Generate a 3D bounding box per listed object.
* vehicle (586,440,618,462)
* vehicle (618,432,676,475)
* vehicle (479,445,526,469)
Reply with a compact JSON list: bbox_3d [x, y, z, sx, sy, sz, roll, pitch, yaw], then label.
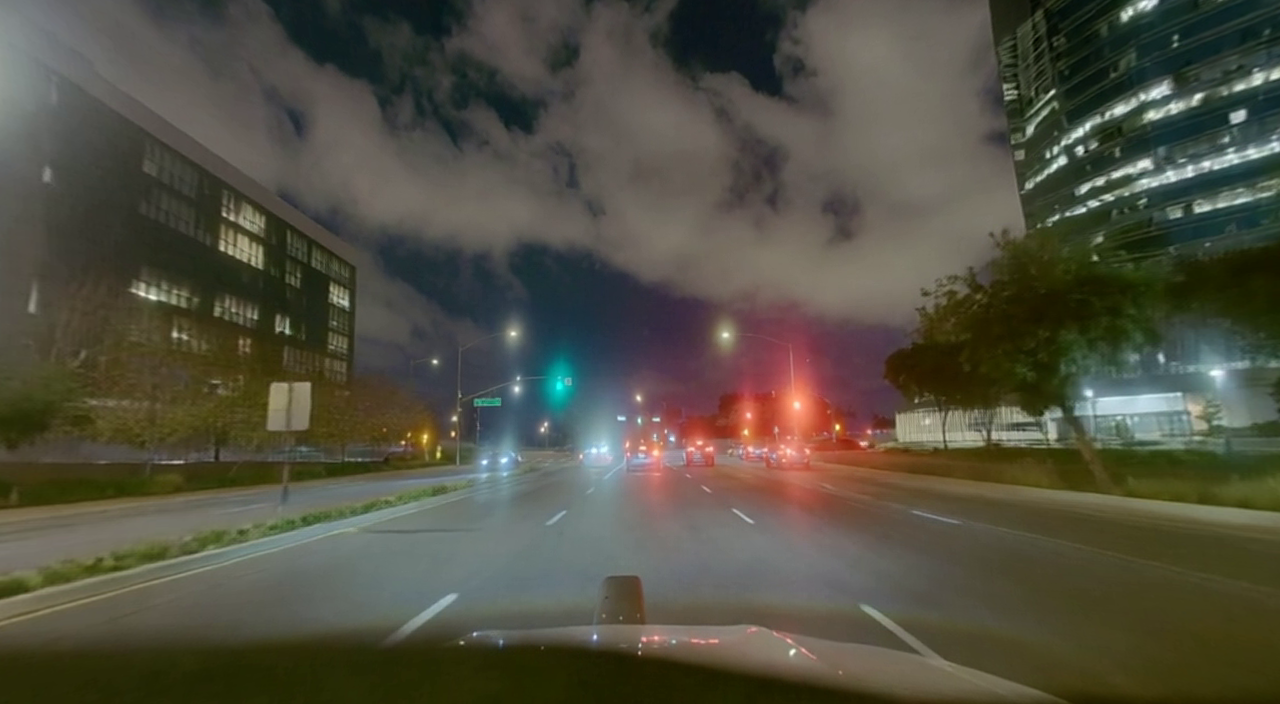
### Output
[{"bbox_3d":[-2.908,7.677,48.881,2.103,1.569,3.861,0,-9,2],"label":"vehicle"},{"bbox_3d":[0.294,4.905,30.491,2.601,1.878,4.535,0,-9,0],"label":"vehicle"},{"bbox_3d":[-9.665,7.394,44.575,1.967,1.552,4.536,-1,-9,4],"label":"vehicle"}]
